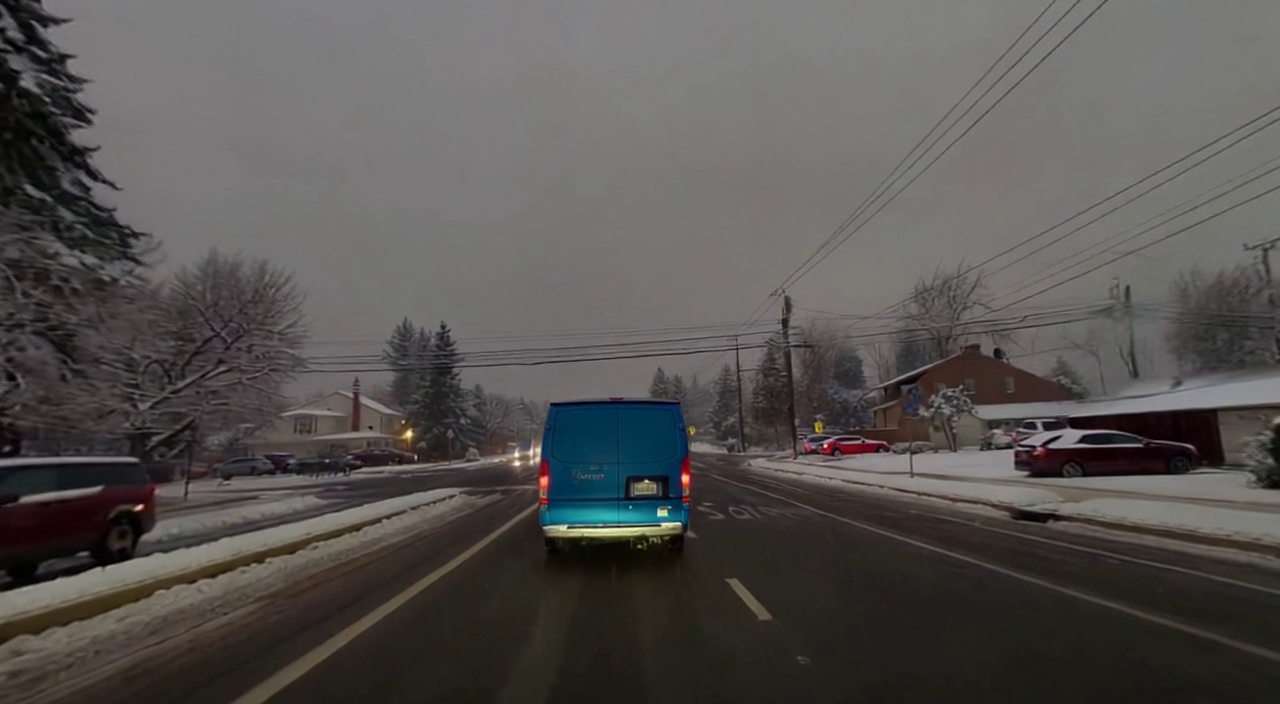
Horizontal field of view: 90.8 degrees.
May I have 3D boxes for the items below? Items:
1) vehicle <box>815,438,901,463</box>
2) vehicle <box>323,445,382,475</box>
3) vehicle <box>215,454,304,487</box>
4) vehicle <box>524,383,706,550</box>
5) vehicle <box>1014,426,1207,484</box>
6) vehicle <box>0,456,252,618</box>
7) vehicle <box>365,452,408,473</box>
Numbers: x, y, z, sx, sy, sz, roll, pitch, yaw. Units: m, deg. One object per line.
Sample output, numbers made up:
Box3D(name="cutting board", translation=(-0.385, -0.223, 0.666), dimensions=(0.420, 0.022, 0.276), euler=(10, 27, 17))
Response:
Box3D(name="vehicle", translation=(13.076, 5.926, 38.128), dimensions=(4.483, 1.463, 1.805), euler=(0, -9, -1))
Box3D(name="vehicle", translation=(-18.077, 6.786, 39.982), dimensions=(1.841, 1.769, 4.105), euler=(0, -9, -1))
Box3D(name="vehicle", translation=(-18.514, 5.767, 30.988), dimensions=(1.816, 1.445, 4.120), euler=(0, -9, 0))
Box3D(name="vehicle", translation=(-0.329, 1.840, 10.671), dimensions=(2.342, 2.142, 4.809), euler=(0, -9, 0))
Box3D(name="vehicle", translation=(13.144, 2.883, 17.849), dimensions=(3.916, 1.517, 1.887), euler=(0, -9, -2))
Box3D(name="vehicle", translation=(-7.159, 2.066, 7.823), dimensions=(1.962, 1.481, 4.434), euler=(0, -9, -2))
Box3D(name="vehicle", translation=(-18.162, 7.912, 45.384), dimensions=(1.633, 1.398, 3.729), euler=(0, -9, -1))
